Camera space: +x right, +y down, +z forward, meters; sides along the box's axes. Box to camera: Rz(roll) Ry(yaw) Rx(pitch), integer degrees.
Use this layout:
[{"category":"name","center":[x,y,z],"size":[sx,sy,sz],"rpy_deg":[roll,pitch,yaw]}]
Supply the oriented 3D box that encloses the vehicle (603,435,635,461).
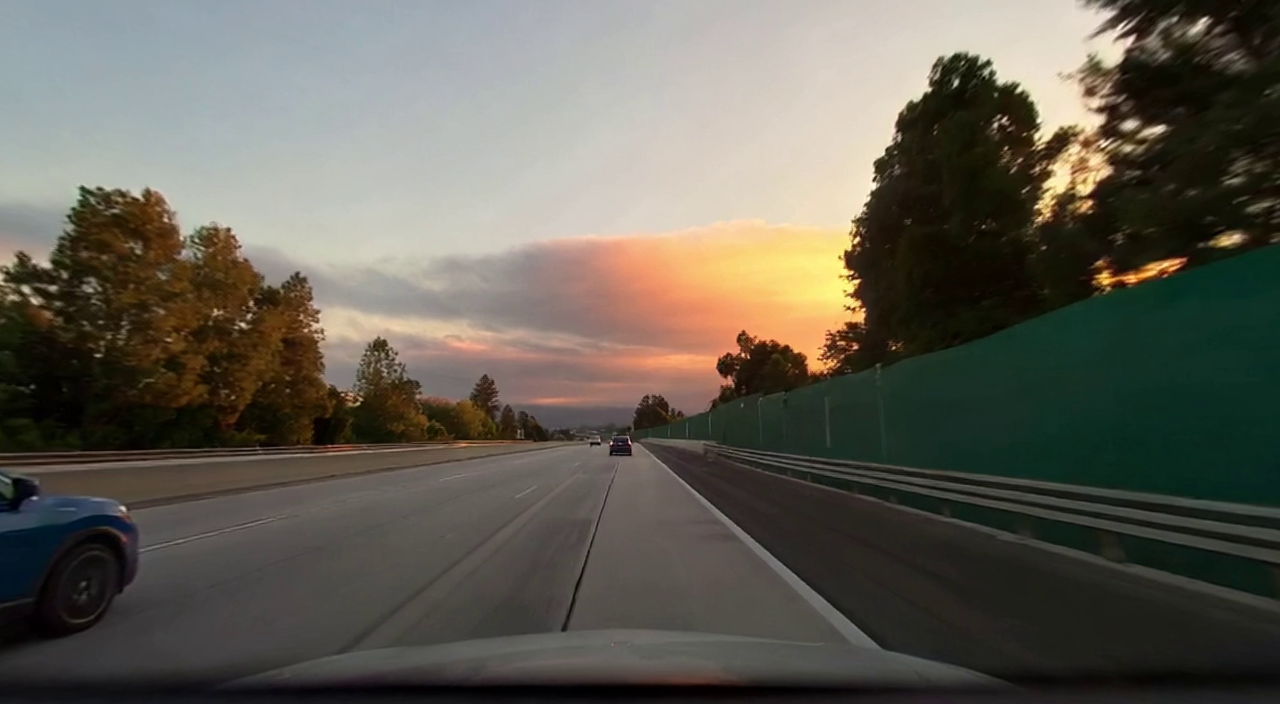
[{"category":"vehicle","center":[-1.250,5.773,38.182],"size":[1.836,1.450,3.519],"rpy_deg":[0,-8,-1]}]

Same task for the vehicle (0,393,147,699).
[{"category":"vehicle","center":[-4.280,0.786,1.699],"size":[2.072,1.545,4.767],"rpy_deg":[0,-8,-1]}]
